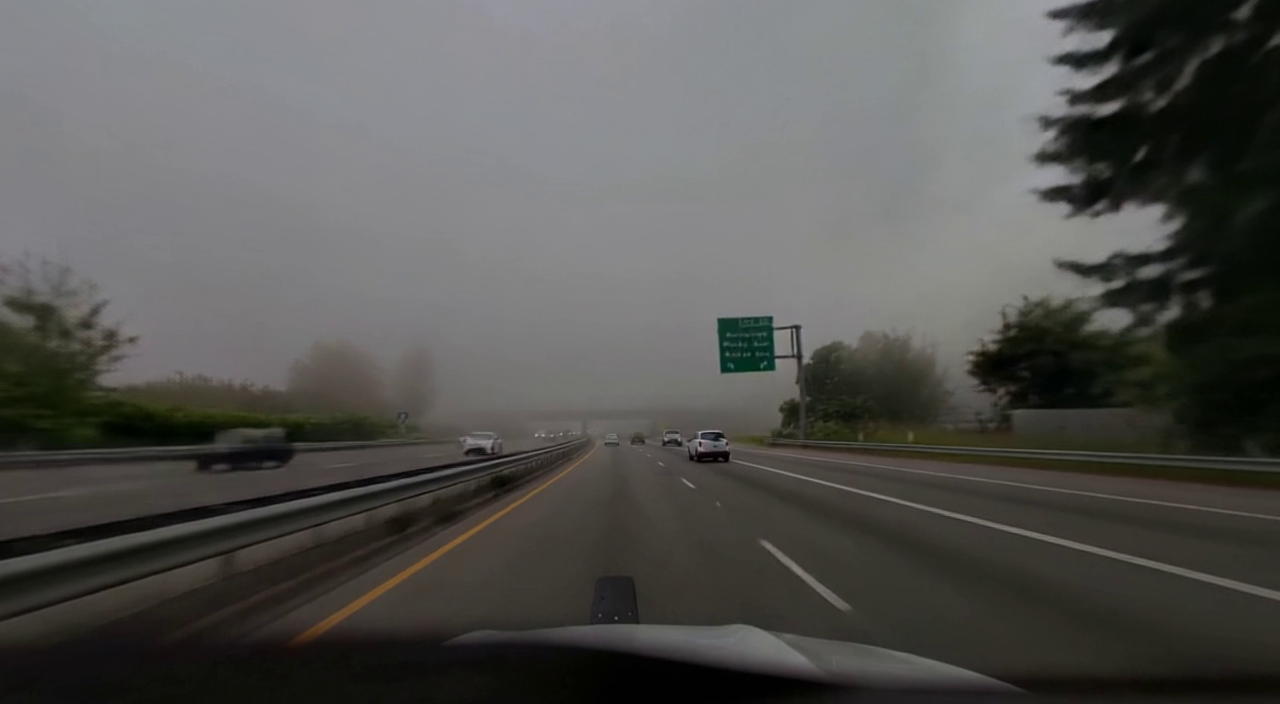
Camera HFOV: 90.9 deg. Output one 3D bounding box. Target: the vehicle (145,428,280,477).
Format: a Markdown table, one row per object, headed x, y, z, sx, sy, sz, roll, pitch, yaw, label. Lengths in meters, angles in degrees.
| x | y | z | sx | sy | sz | roll | pitch | yaw | label |
| --- | --- | --- | --- | --- | --- | --- | --- | --- | --- |
| -14.033 | 3.309 | 21.003 | 1.896 | 1.460 | 3.804 | 0 | -8 | -2 | vehicle |

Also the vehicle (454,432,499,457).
| x | y | z | sx | sy | sz | roll | pitch | yaw | label |
| --- | --- | --- | --- | --- | --- | --- | --- | --- | --- |
| -9.855 | 5.580 | 38.179 | 1.815 | 1.452 | 3.760 | 0 | -8 | -1 | vehicle |

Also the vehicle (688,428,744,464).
| x | y | z | sx | sy | sz | roll | pitch | yaw | label |
| --- | --- | --- | --- | --- | --- | --- | --- | --- | --- |
| 3.434 | 4.338 | 29.291 | 1.938 | 1.578 | 3.764 | 0 | -8 | -3 | vehicle |
